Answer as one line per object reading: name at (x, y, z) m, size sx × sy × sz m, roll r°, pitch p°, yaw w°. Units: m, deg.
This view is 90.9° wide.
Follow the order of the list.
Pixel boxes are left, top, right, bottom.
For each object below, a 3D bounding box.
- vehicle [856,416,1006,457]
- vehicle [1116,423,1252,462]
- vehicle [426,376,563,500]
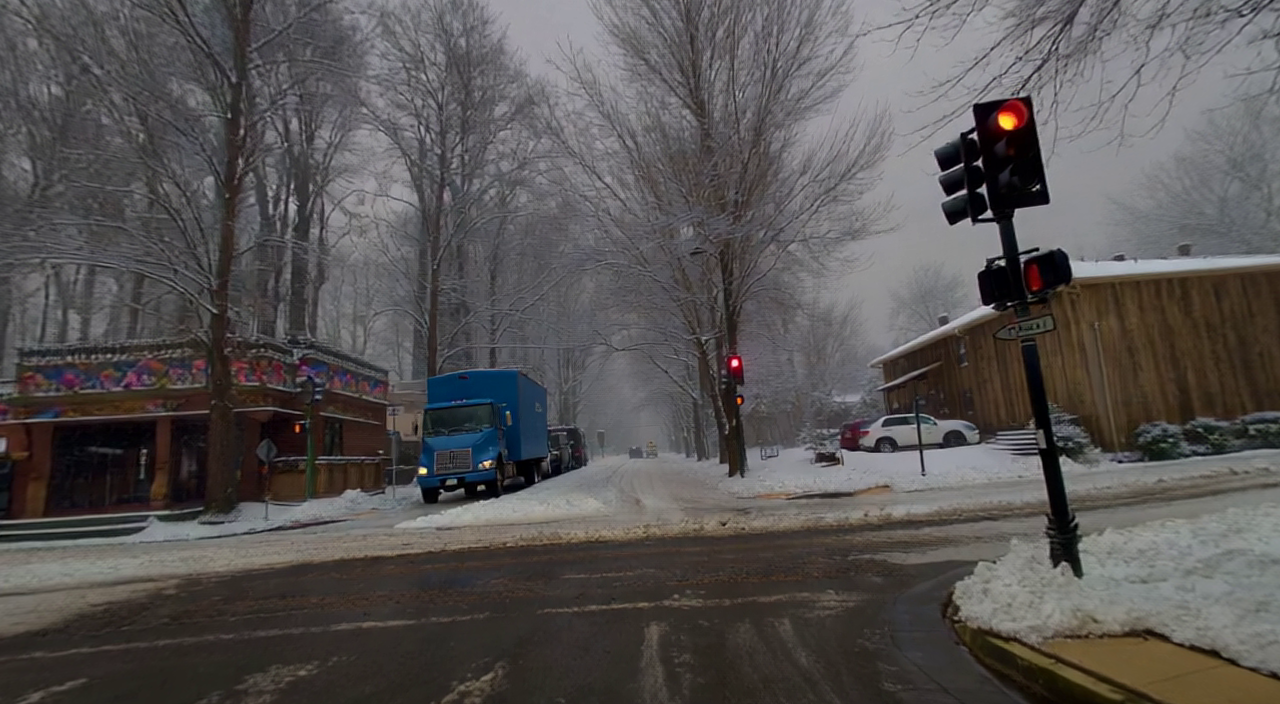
vehicle at (10.677, 3.142, 23.430) m, size 4.643 × 1.456 × 1.820 m, roll -1°, pitch -8°, yaw 5°
vehicle at (24.938, 4.168, 29.031) m, size 4.268 × 1.695 × 2.053 m, roll 0°, pitch -8°, yaw 3°
vehicle at (-5.744, 3.726, 27.165) m, size 3.113 × 4.041 × 10.284 m, roll -6°, pitch -8°, yaw 0°
